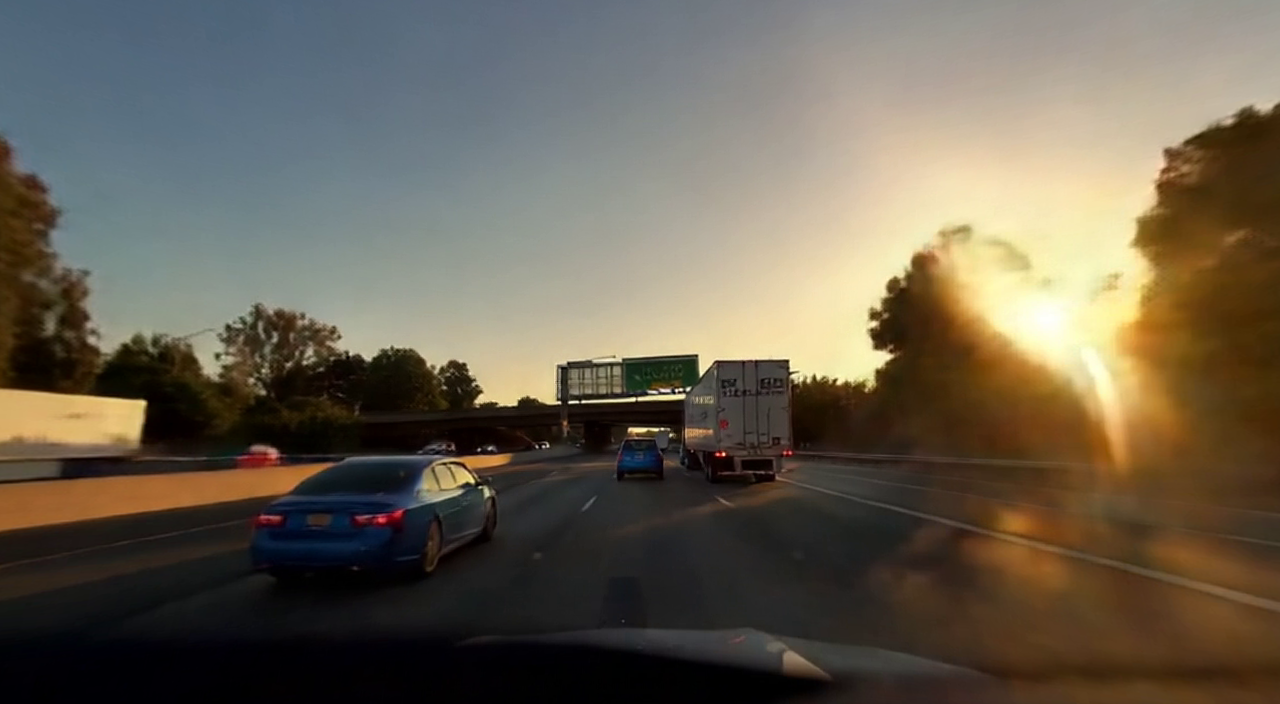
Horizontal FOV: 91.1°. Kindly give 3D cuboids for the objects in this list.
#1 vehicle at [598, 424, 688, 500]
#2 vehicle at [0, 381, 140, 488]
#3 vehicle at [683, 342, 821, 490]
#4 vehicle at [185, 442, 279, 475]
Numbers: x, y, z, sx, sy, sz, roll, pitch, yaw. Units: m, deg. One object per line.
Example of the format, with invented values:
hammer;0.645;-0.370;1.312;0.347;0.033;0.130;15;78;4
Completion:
vehicle;0.069;2.838;16.553;2.054;1.706;4.201;0;-8;0
vehicle;-25.974;3.175;24.079;2.899;4.036;12.950;0;-8;0
vehicle;3.652;2.934;25.545;2.909;4.135;15.820;0;-8;1
vehicle;-21.953;5.721;34.022;1.933;1.640;4.625;0;-8;1
